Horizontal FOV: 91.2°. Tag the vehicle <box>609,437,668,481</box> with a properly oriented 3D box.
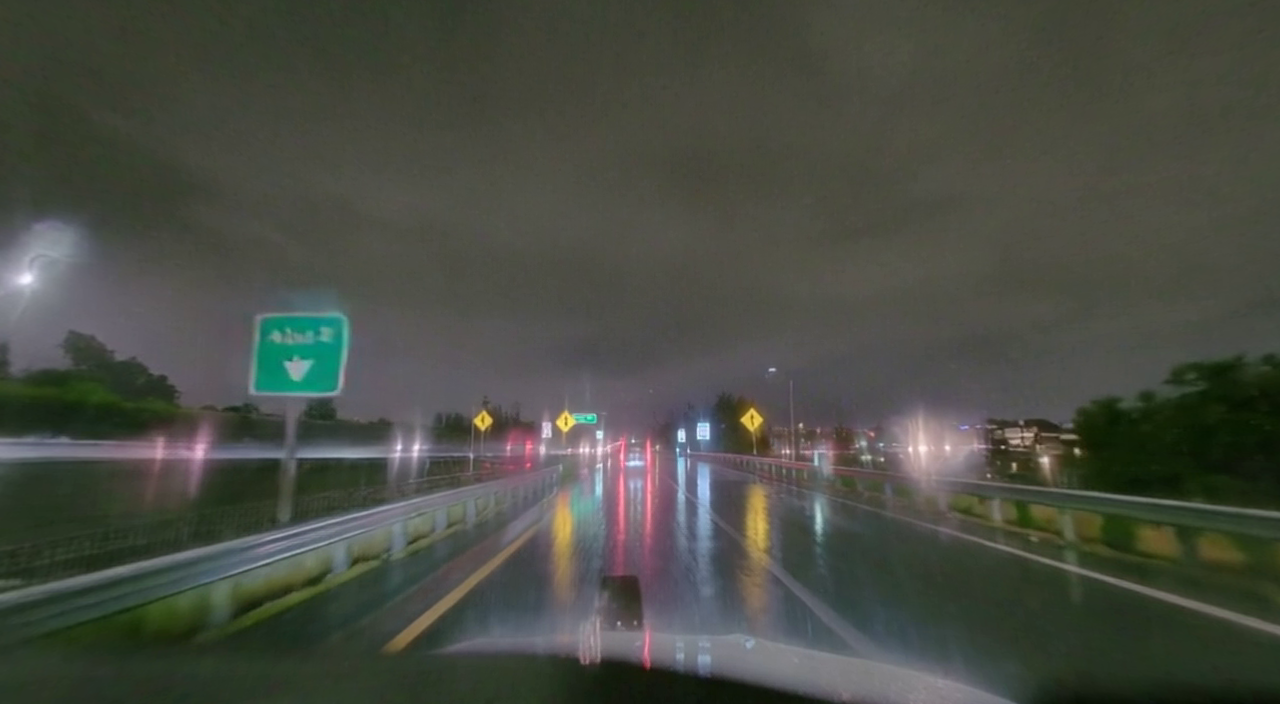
[{"bbox_3d":[-0.081,3.956,23.386,2.006,1.486,3.950,0,-9,-1],"label":"vehicle"}]
